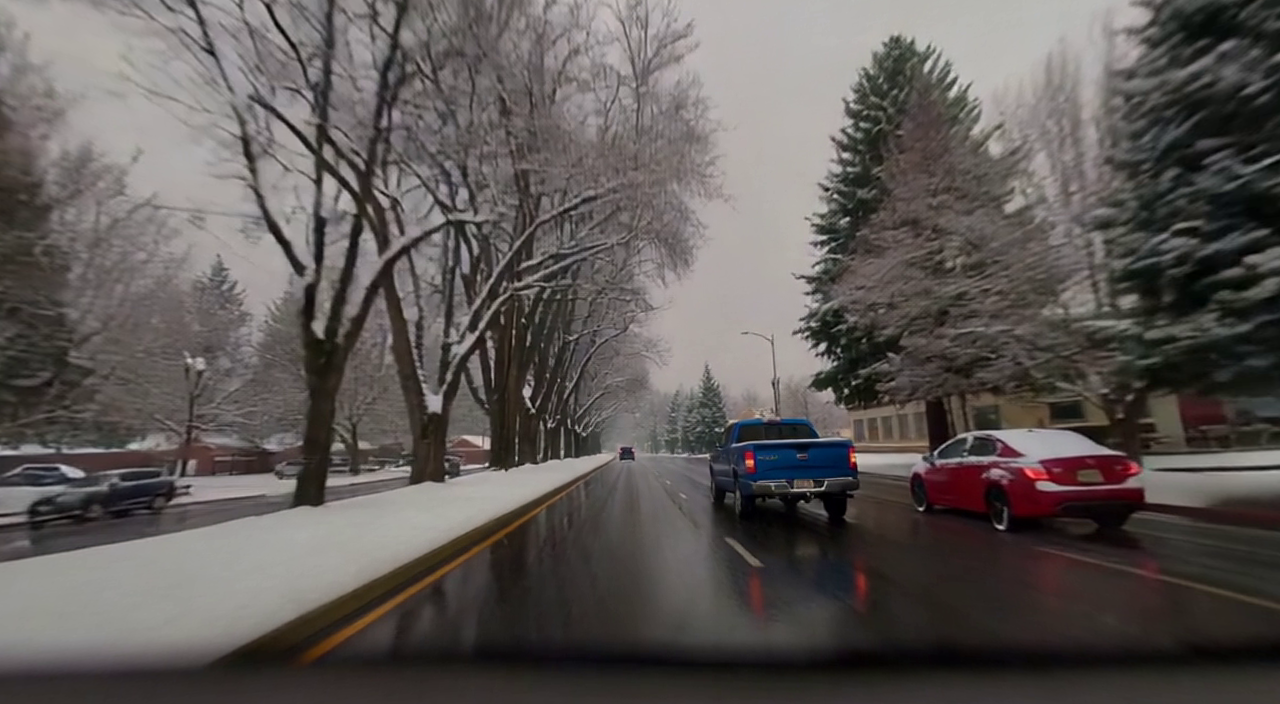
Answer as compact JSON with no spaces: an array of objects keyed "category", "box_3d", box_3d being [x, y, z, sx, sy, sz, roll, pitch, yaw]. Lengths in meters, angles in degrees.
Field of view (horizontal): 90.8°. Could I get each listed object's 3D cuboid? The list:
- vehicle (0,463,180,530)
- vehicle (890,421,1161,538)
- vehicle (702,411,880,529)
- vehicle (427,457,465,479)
[{"category":"vehicle","box_3d":[-17.292,4.427,19.910,2.133,1.724,4.642,0,-9,-1]},{"category":"vehicle","box_3d":[6.268,2.115,11.047,1.993,1.604,4.260,0,-9,-1]},{"category":"vehicle","box_3d":[2.640,2.259,12.641,2.138,1.836,5.245,0,-9,-1]},{"category":"vehicle","box_3d":[-14.682,8.777,48.106,1.835,1.487,4.201,0,-9,-4]}]
